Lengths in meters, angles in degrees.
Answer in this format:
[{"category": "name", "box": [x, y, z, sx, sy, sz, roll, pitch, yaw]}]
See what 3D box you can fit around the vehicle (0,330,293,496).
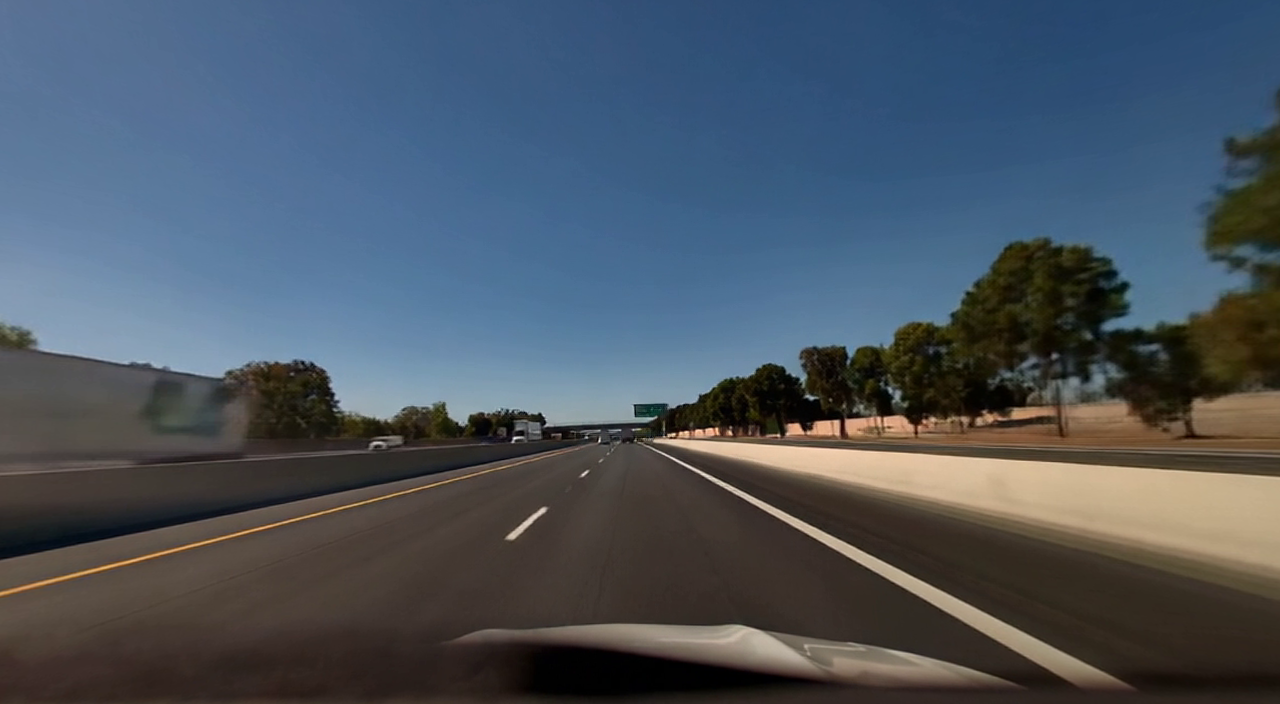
[{"category": "vehicle", "box": [-16.954, 2.100, 19.323, 3.459, 3.900, 16.947, -2, -8, -1]}]
